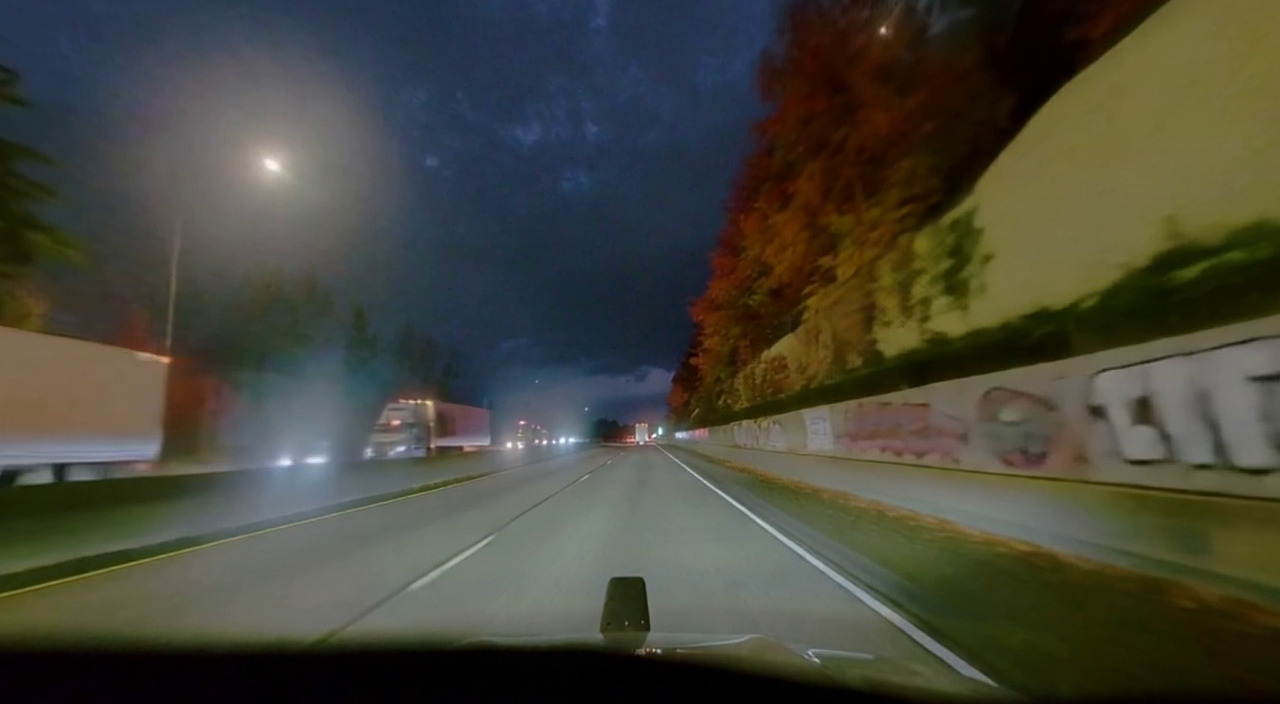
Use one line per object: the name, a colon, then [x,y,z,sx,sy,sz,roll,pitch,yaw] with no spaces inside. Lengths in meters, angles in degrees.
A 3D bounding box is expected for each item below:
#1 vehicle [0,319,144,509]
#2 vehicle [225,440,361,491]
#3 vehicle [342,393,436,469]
vehicle: [-15.377,0.880,10.384,2.927,4.085,13.949,0,-8,0]
vehicle: [-10.675,3.487,19.786,1.857,1.432,4.189,0,-8,1]
vehicle: [-14.841,4.777,37.721,3.033,4.136,5.972,0,-8,0]
